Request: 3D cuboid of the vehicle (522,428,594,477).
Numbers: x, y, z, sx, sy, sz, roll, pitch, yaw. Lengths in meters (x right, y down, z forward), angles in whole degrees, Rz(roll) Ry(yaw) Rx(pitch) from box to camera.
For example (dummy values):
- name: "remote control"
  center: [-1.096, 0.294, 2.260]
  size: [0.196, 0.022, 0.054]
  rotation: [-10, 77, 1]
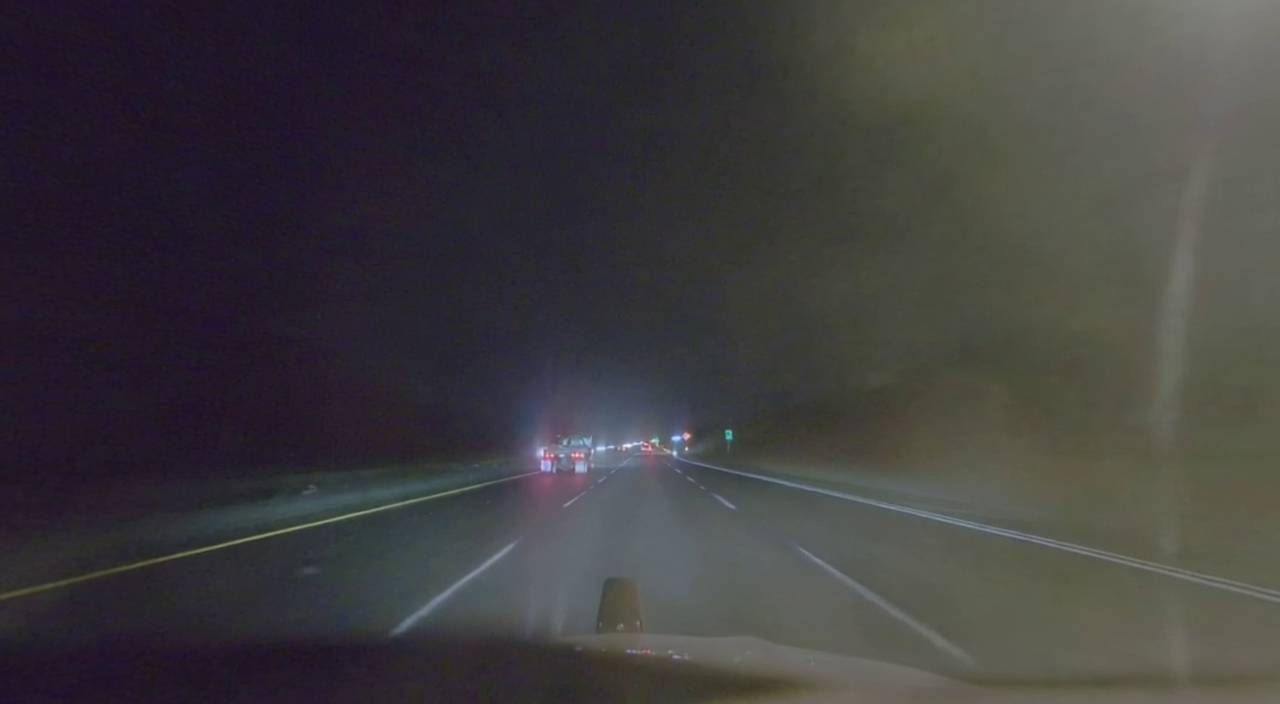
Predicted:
- name: "vehicle"
  center: [-3.495, 4.451, 28.054]
  size: [2.379, 1.918, 5.504]
  rotation: [0, -8, 1]
